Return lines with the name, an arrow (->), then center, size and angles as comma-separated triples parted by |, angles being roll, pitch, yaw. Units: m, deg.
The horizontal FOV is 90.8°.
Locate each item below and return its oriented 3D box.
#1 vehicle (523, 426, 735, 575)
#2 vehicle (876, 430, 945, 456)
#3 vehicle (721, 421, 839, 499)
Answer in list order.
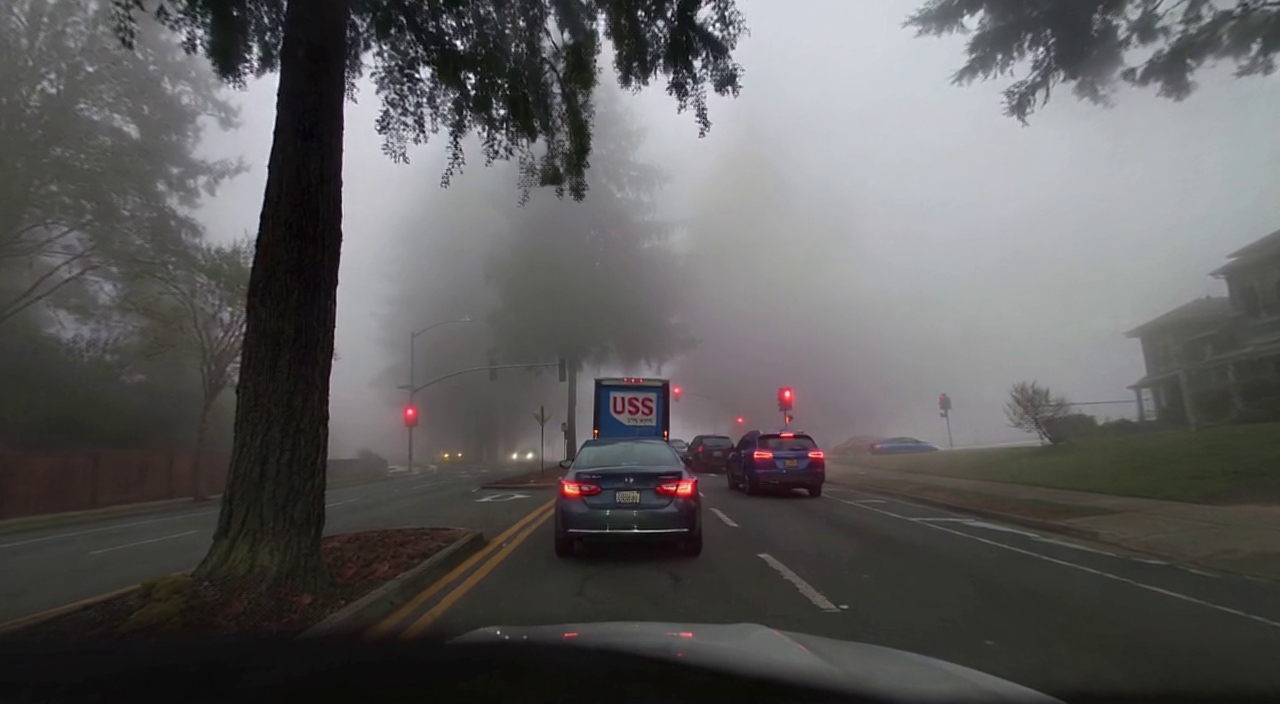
vehicle -> -0.151, 1.810, 8.549 | 2.135, 1.483, 4.207 | 0, -8, -1
vehicle -> 19.634, 6.627, 45.998 | 4.033, 1.778, 2.015 | 1, -8, -7
vehicle -> 3.643, 2.917, 17.423 | 2.145, 1.847, 4.524 | 0, -8, -1
